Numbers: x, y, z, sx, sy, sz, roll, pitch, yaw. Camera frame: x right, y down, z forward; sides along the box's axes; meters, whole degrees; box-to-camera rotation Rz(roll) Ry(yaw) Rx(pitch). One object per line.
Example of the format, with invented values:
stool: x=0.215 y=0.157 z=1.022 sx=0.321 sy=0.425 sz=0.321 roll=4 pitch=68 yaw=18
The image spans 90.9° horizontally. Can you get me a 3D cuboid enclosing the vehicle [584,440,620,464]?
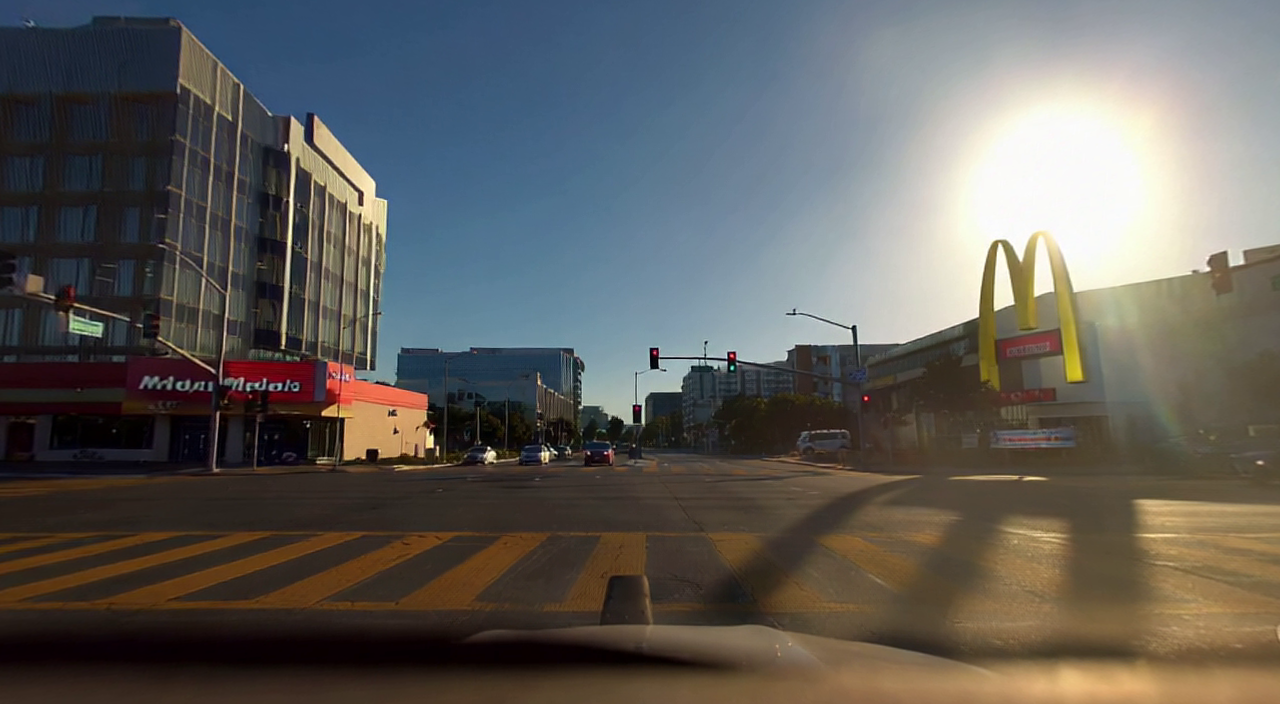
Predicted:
vehicle: x=-2.500 y=6.649 z=42.097 sx=2.104 sy=1.468 sz=4.195 roll=0 pitch=-8 yaw=0
